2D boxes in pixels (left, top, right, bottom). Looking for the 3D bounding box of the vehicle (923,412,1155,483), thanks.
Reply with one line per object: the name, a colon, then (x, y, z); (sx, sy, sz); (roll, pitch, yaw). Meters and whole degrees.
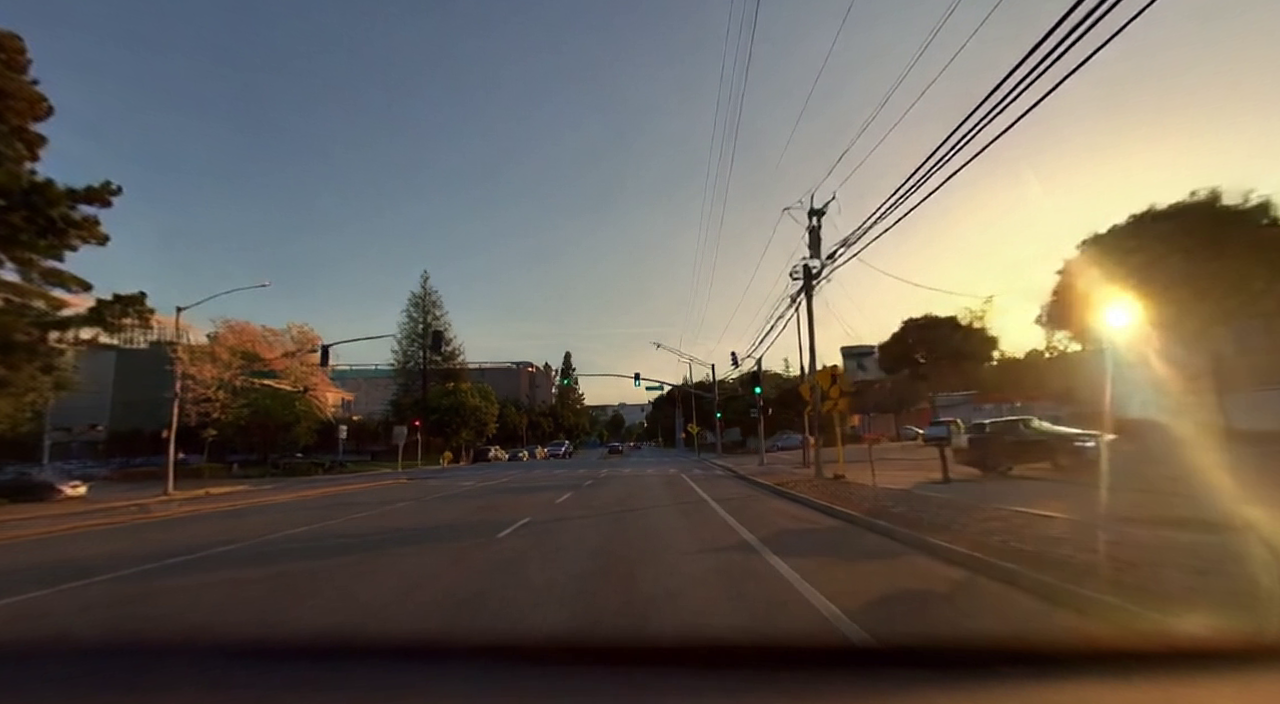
vehicle: (10.475, 2.532, 16.839); (4.765, 1.738, 2.101); (0, -8, -2)
